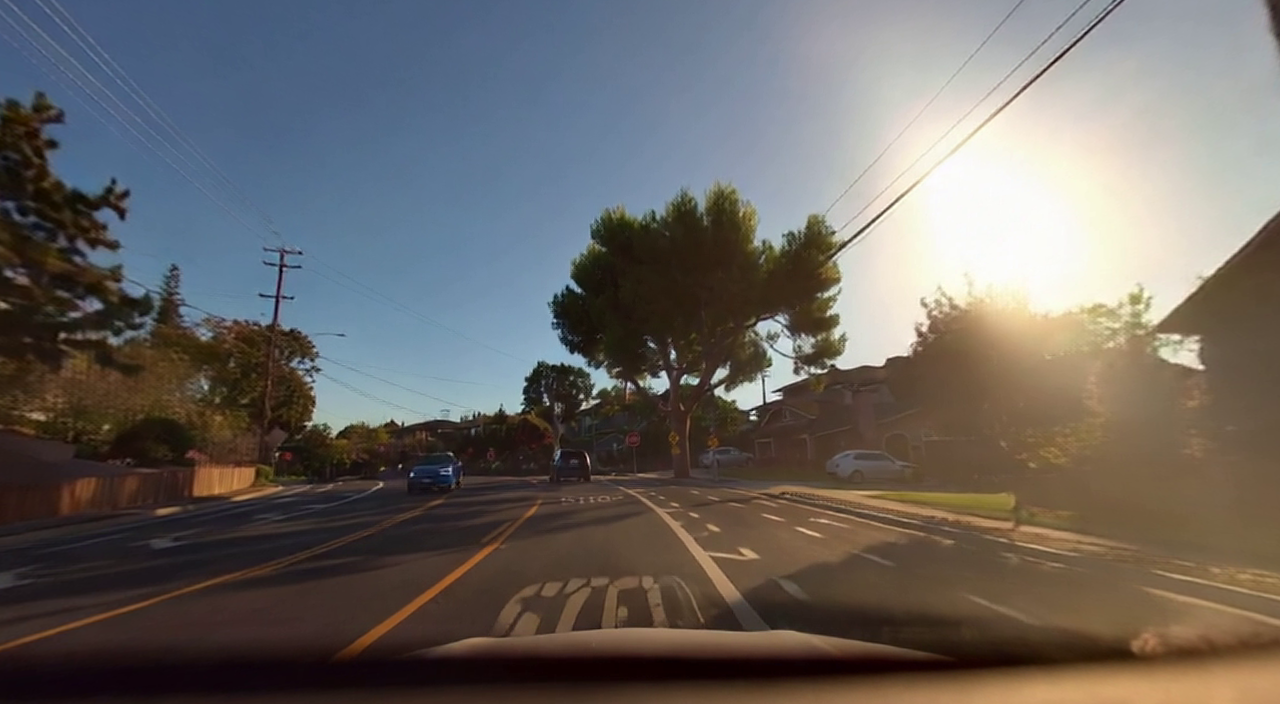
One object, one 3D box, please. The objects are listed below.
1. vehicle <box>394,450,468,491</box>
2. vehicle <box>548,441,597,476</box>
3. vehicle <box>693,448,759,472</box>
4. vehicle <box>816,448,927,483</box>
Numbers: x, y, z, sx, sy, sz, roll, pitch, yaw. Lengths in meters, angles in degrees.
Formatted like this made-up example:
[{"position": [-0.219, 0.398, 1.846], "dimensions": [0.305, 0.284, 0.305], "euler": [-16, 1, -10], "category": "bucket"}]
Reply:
[{"position": [-8.568, 4.870, 26.250], "dimensions": [2.003, 1.483, 4.545], "euler": [1, -9, -7], "category": "vehicle"}, {"position": [-4.043, 6.169, 36.972], "dimensions": [2.284, 1.741, 4.702], "euler": [4, -8, -11], "category": "vehicle"}, {"position": [6.487, 8.163, 47.653], "dimensions": [4.582, 1.707, 1.934], "euler": [2, -9, -15], "category": "vehicle"}, {"position": [10.659, 5.228, 29.139], "dimensions": [4.383, 1.508, 1.884], "euler": [1, -9, -8], "category": "vehicle"}]
